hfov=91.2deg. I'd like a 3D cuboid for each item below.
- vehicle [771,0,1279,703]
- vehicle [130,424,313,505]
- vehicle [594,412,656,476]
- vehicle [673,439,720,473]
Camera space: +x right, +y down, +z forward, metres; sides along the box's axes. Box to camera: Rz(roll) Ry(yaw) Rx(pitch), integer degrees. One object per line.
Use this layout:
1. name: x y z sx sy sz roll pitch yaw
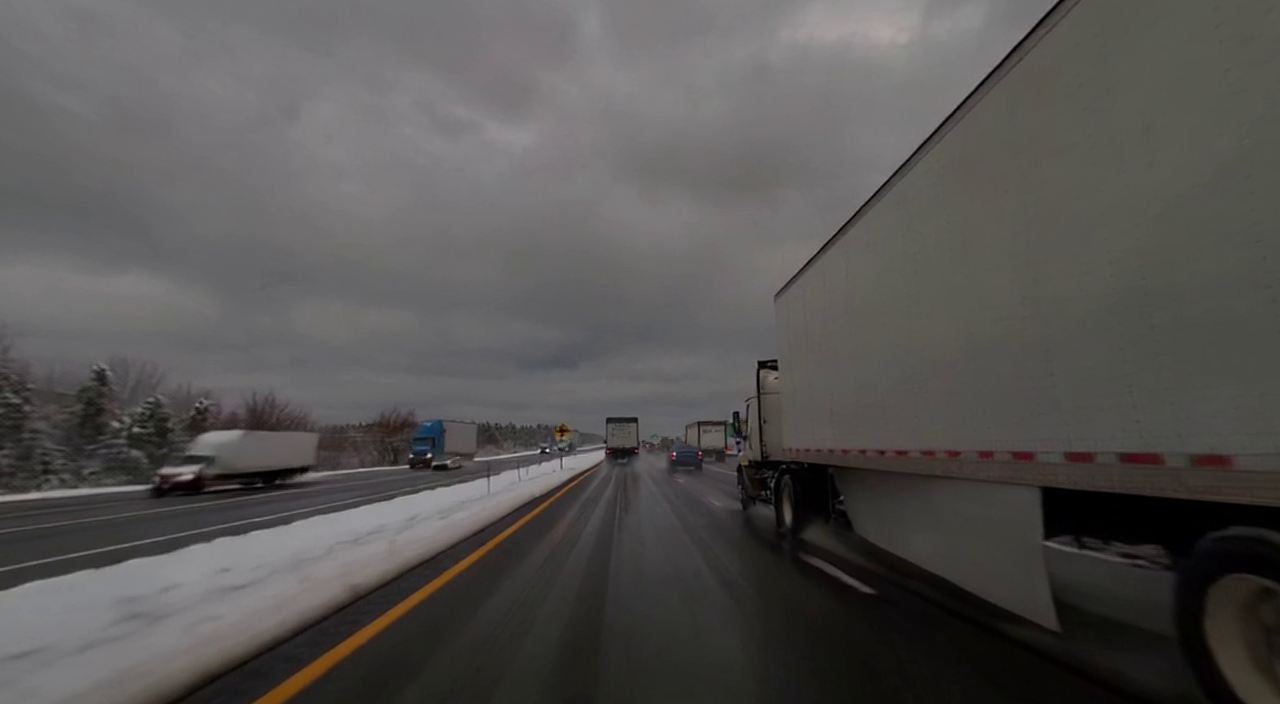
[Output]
1. vehicle: 3.847 0.215 5.345 2.972 4.007 10.643 0 -9 -1
2. vehicle: -13.676 3.702 21.082 2.425 2.339 5.273 0 -9 0
3. vehicle: -0.571 4.470 30.341 2.506 2.743 6.093 -1 -9 3
4. vehicle: 2.948 5.552 33.579 2.127 1.642 3.899 0 -9 -1
